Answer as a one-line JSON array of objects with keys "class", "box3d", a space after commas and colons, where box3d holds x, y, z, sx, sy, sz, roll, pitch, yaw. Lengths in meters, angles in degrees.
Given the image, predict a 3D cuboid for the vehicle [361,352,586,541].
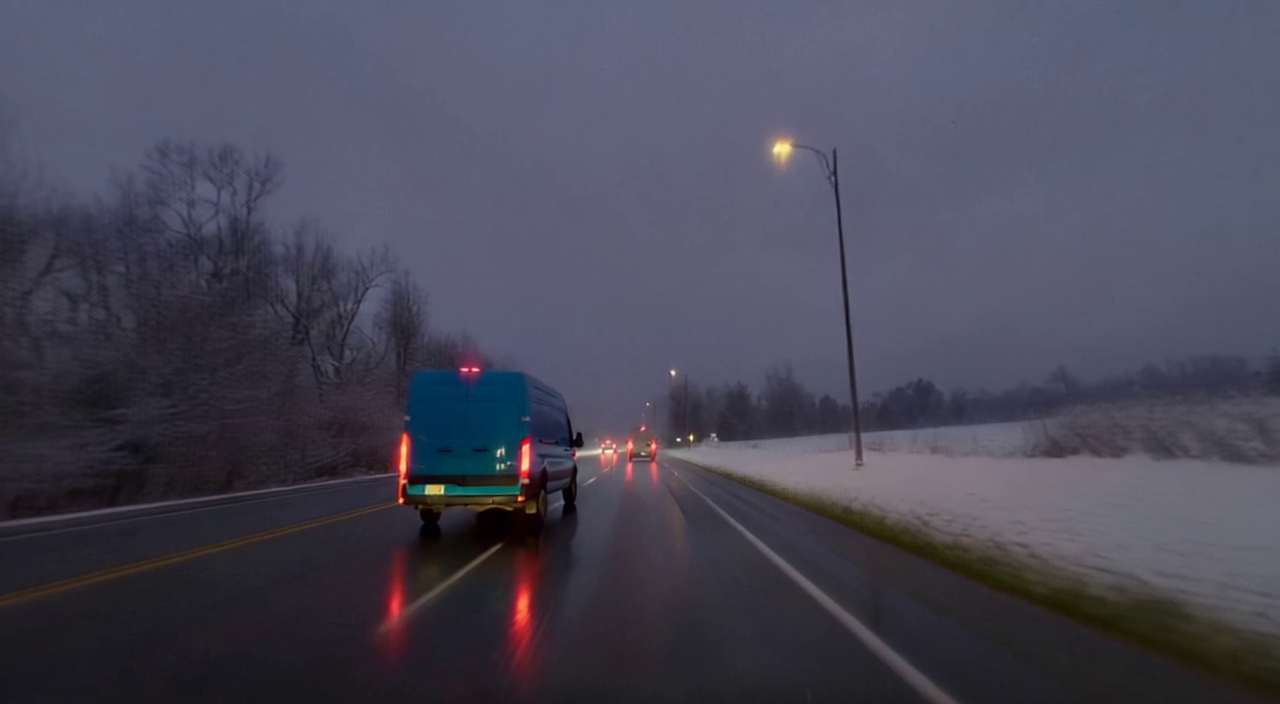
[{"class": "vehicle", "box3d": [-2.572, 1.738, 11.842, 2.497, 2.628, 6.016, 0, -8, 1]}]
